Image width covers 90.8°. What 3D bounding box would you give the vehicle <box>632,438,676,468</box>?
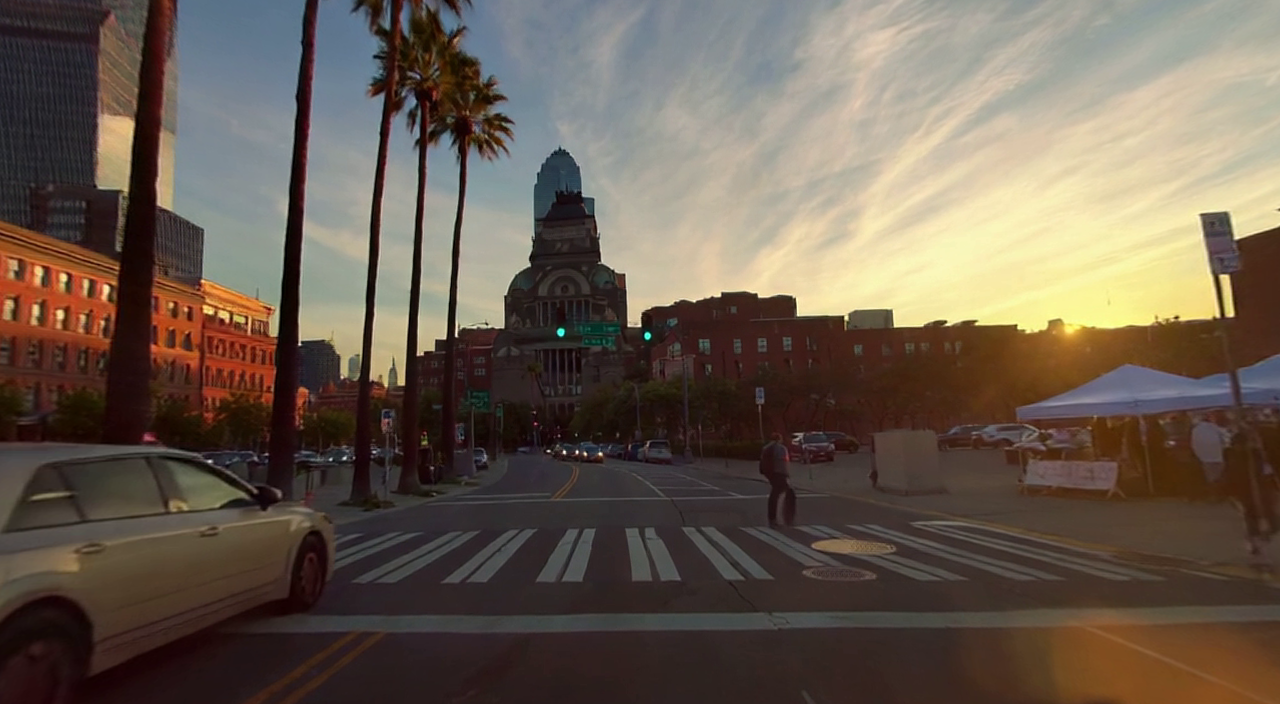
[{"bbox_3d":[0.942,7.409,46.473,2.322,2.071,5.366,1,-8,-9],"label":"vehicle"}]

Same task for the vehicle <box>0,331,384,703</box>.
[{"bbox_3d":[-3.272,0.911,3.226,1.948,1.674,4.668,0,-8,0],"label":"vehicle"}]
